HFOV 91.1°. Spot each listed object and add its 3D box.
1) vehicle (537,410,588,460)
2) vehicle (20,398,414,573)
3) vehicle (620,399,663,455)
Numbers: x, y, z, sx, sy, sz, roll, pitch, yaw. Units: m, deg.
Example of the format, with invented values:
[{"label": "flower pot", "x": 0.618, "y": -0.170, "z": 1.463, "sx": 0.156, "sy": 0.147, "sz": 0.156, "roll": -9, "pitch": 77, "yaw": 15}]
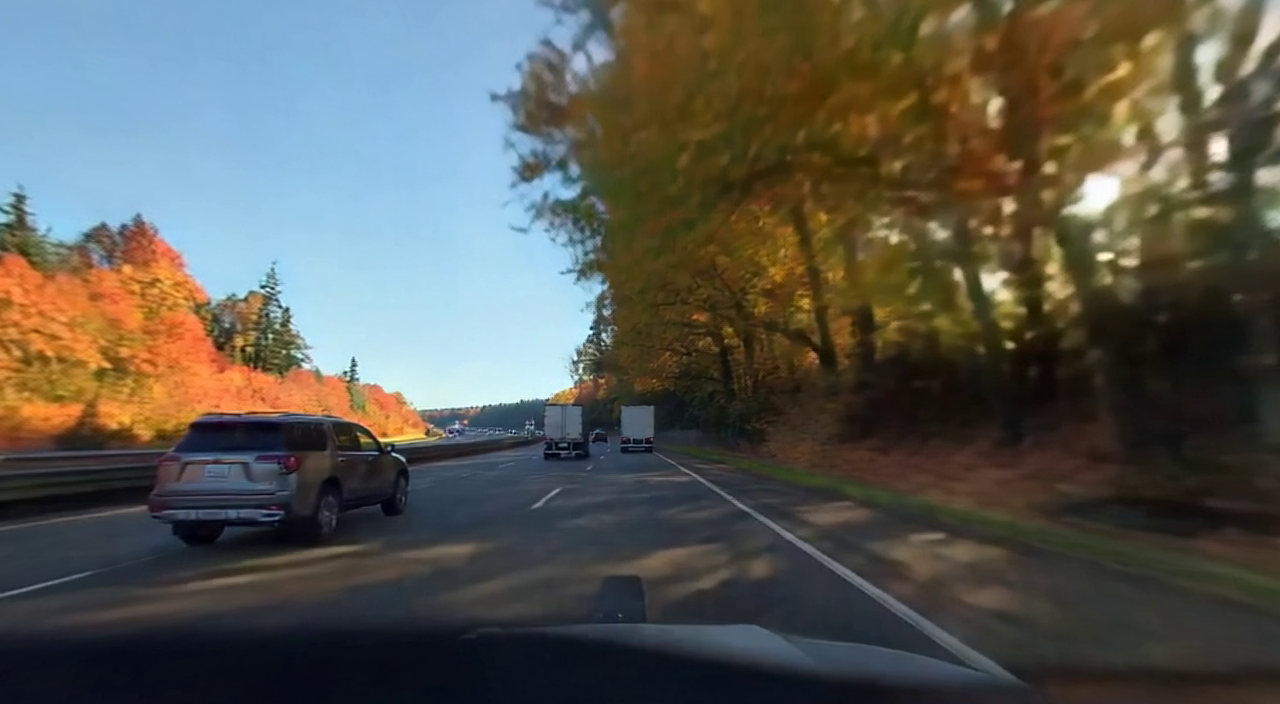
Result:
[{"label": "vehicle", "x": -4.538, "y": 5.000, "z": 37.841, "sx": 2.383, "sy": 2.726, "sz": 5.677, "roll": 0, "pitch": -8, "yaw": 0}, {"label": "vehicle", "x": -4.883, "y": 1.586, "z": 8.348, "sx": 2.089, "sy": 1.669, "sz": 4.515, "roll": 0, "pitch": -8, "yaw": 0}, {"label": "vehicle", "x": -0.046, "y": 5.934, "z": 49.381, "sx": 3.078, "sy": 3.955, "sz": 8.774, "roll": 0, "pitch": -8, "yaw": -2}]
